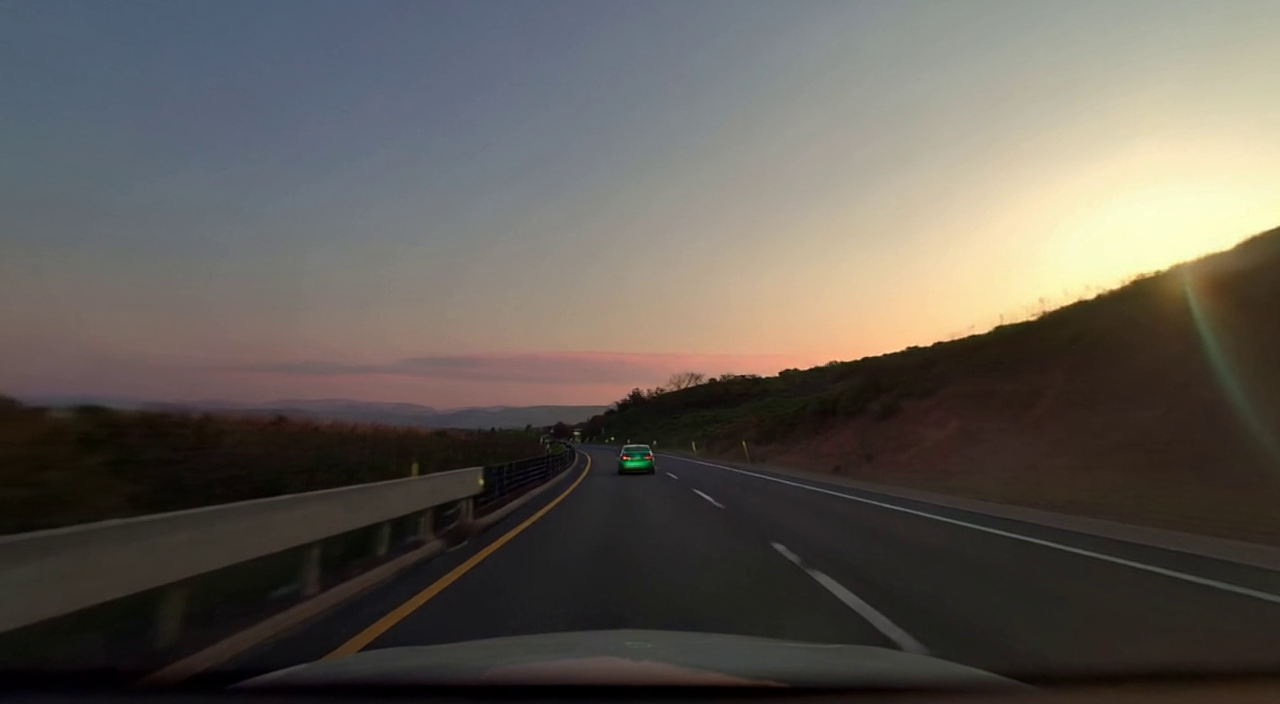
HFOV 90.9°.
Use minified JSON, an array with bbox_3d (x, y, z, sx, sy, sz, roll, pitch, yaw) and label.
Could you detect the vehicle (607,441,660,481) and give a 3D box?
[{"bbox_3d":[-0.343,4.445,26.017,2.029,1.474,4.183,0,-9,-2],"label":"vehicle"}]
